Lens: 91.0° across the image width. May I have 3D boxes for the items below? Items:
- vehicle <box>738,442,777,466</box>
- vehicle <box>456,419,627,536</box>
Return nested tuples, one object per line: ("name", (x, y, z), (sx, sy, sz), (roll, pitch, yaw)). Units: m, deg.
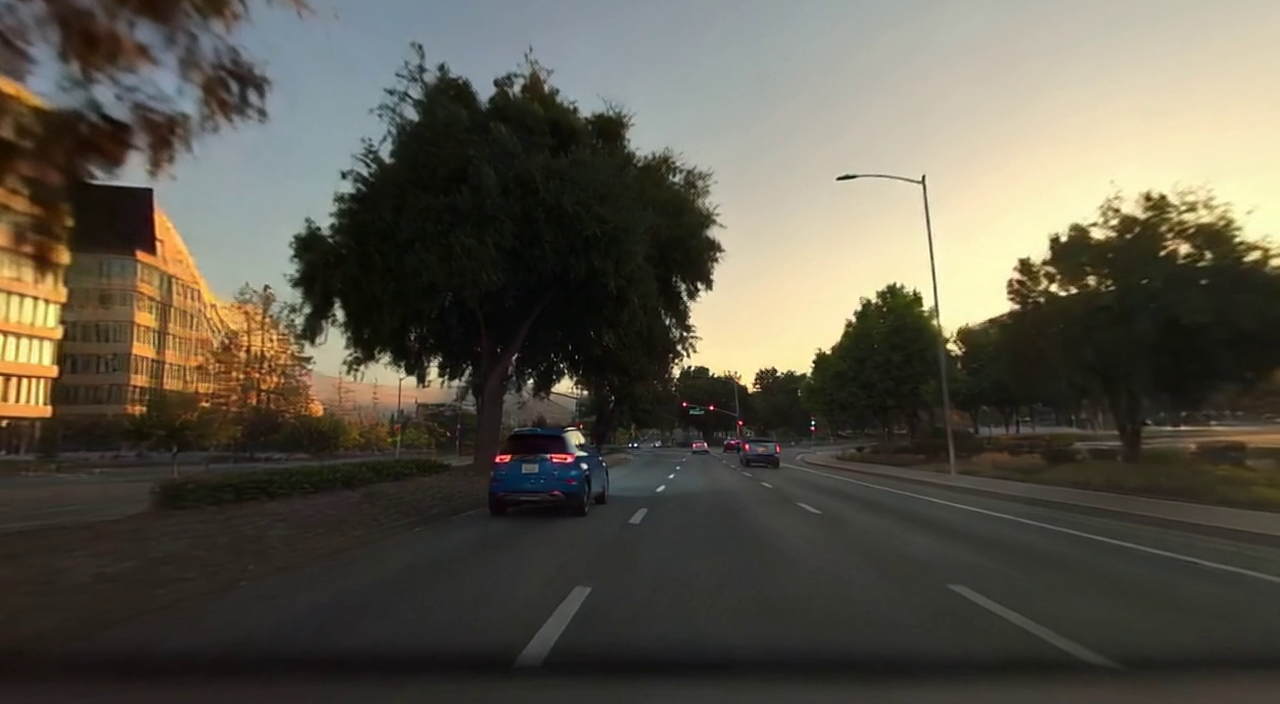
("vehicle", (7.490, 6.545, 40.511), (1.983, 1.464, 4.472), (-1, -9, 4))
("vehicle", (-1.528, 2.209, 11.704), (2.033, 1.713, 4.503), (-1, -9, 6))
